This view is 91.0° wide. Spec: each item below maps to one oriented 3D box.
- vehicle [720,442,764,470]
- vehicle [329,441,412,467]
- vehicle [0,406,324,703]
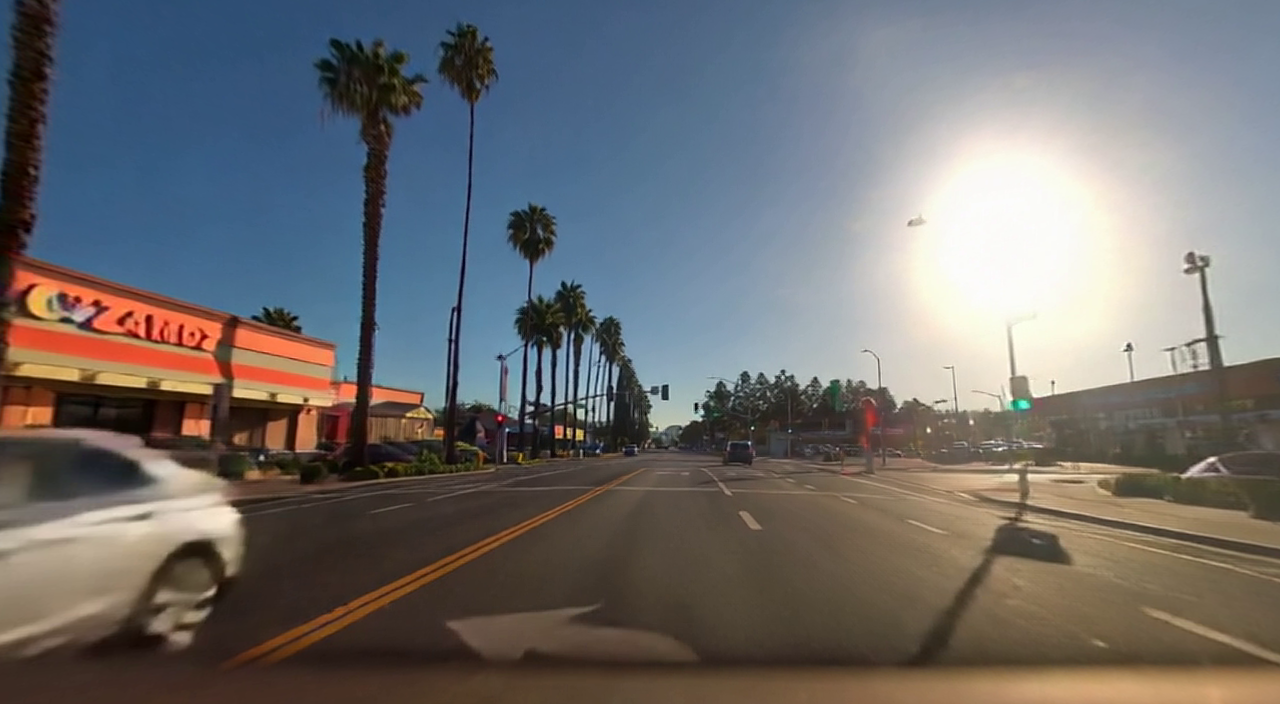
[{"bbox_3d":[5.813,5.954,36.283,2.065,1.507,4.225,0,-9,3],"label":"vehicle"},{"bbox_3d":[-16.661,6.321,39.053,4.242,1.504,1.969,-1,-9,4],"label":"vehicle"},{"bbox_3d":[-4.044,1.032,3.134,2.090,1.489,4.909,-1,-9,4],"label":"vehicle"}]
